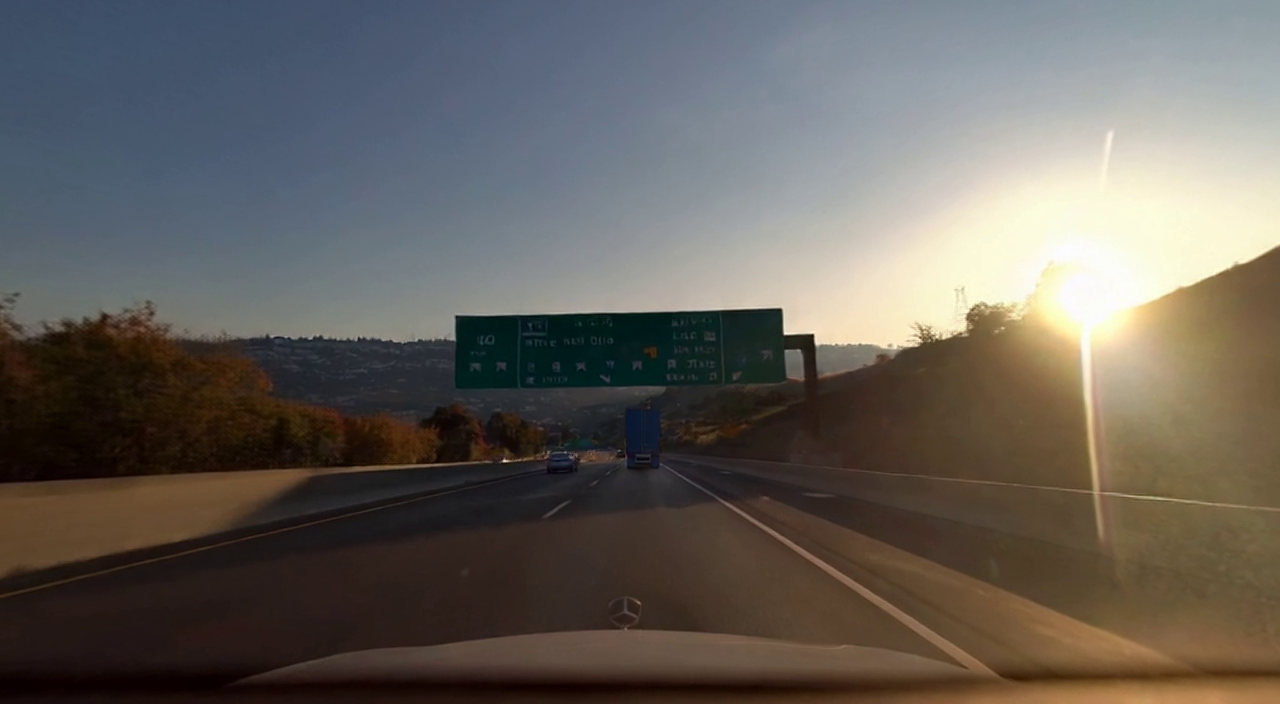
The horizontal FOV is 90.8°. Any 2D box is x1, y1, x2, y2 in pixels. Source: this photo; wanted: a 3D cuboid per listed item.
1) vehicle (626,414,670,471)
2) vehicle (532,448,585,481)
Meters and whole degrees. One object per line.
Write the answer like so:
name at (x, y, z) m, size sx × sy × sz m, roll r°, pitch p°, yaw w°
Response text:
vehicle at (0.409, 6.807, 47.398) m, size 2.864 × 3.805 × 9.500 m, roll 0°, pitch -9°, yaw -2°
vehicle at (-4.079, 5.723, 32.407) m, size 2.053 × 1.523 × 4.450 m, roll 0°, pitch -9°, yaw 1°
